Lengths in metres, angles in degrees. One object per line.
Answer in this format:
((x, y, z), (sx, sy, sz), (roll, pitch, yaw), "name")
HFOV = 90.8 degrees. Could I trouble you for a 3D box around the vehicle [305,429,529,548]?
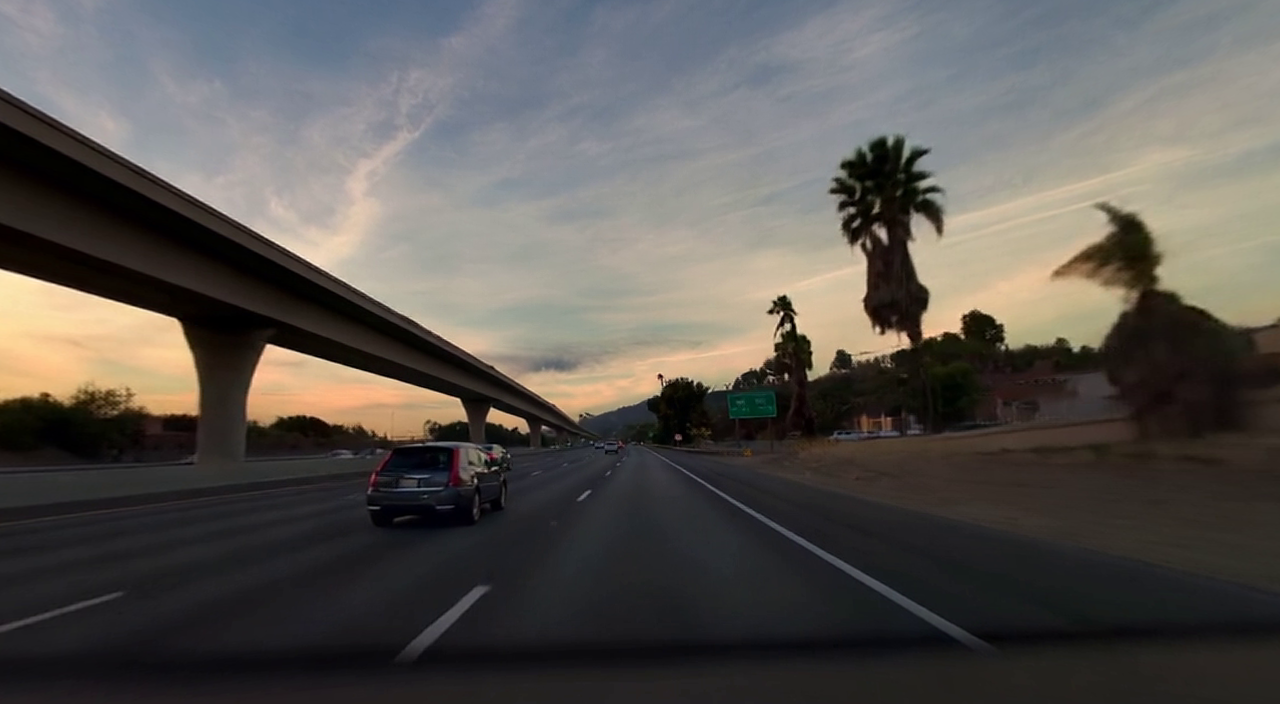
((-3.255, 2.093, 10.446), (1.978, 1.499, 4.695), (0, -9, 0), "vehicle")
